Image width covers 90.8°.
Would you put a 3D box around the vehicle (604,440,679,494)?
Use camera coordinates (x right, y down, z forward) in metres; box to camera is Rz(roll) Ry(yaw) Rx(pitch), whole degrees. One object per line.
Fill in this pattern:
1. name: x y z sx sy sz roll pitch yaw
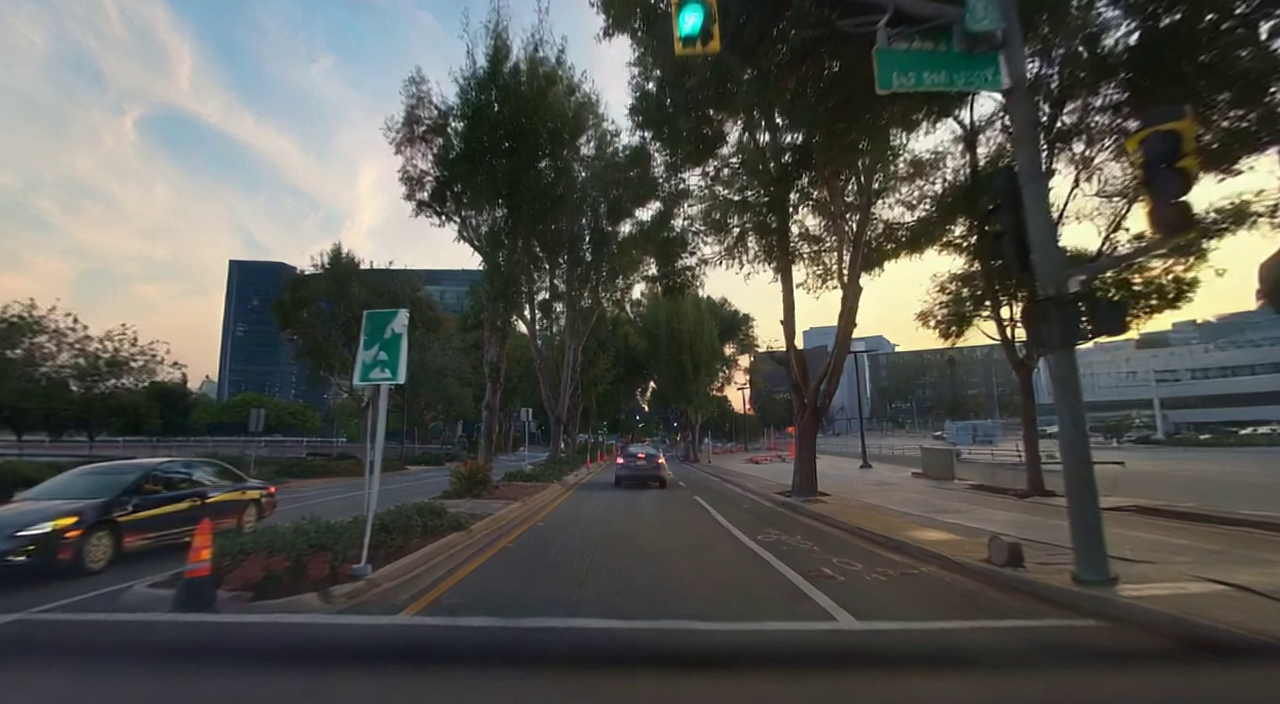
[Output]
1. vehicle: 0.069 3.571 20.059 2.114 1.493 4.430 0 -8 1

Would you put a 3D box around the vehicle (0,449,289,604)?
1. vehicle: -6.949 2.033 8.399 1.933 1.433 4.590 0 -8 0
